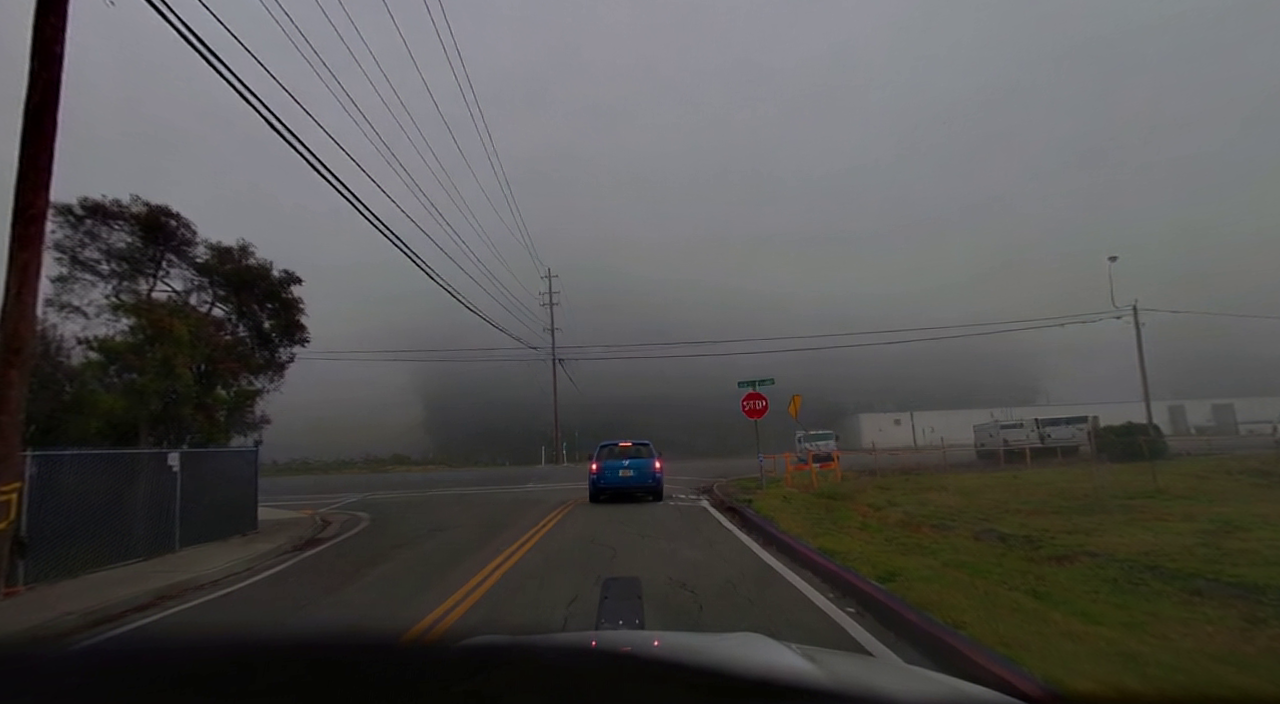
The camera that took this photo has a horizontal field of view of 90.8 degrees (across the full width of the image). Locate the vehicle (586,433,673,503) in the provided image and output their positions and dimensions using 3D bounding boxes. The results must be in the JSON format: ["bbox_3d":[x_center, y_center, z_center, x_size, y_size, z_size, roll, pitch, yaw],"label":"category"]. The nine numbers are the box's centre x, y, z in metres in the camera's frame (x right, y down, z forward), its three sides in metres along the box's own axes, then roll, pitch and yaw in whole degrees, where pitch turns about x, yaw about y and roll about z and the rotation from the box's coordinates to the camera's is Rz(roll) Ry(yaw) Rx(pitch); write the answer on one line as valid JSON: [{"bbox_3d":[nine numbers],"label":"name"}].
[{"bbox_3d":[-0.353,3.185,17.743,2.137,1.698,4.166,0,-8,-3],"label":"vehicle"}]

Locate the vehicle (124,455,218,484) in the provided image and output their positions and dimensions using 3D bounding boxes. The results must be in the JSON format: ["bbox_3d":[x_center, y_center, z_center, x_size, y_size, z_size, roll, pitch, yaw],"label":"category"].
[{"bbox_3d":[-30.527,7.634,41.228,4.415,1.753,2.029,0,-8,0],"label":"vehicle"}]
